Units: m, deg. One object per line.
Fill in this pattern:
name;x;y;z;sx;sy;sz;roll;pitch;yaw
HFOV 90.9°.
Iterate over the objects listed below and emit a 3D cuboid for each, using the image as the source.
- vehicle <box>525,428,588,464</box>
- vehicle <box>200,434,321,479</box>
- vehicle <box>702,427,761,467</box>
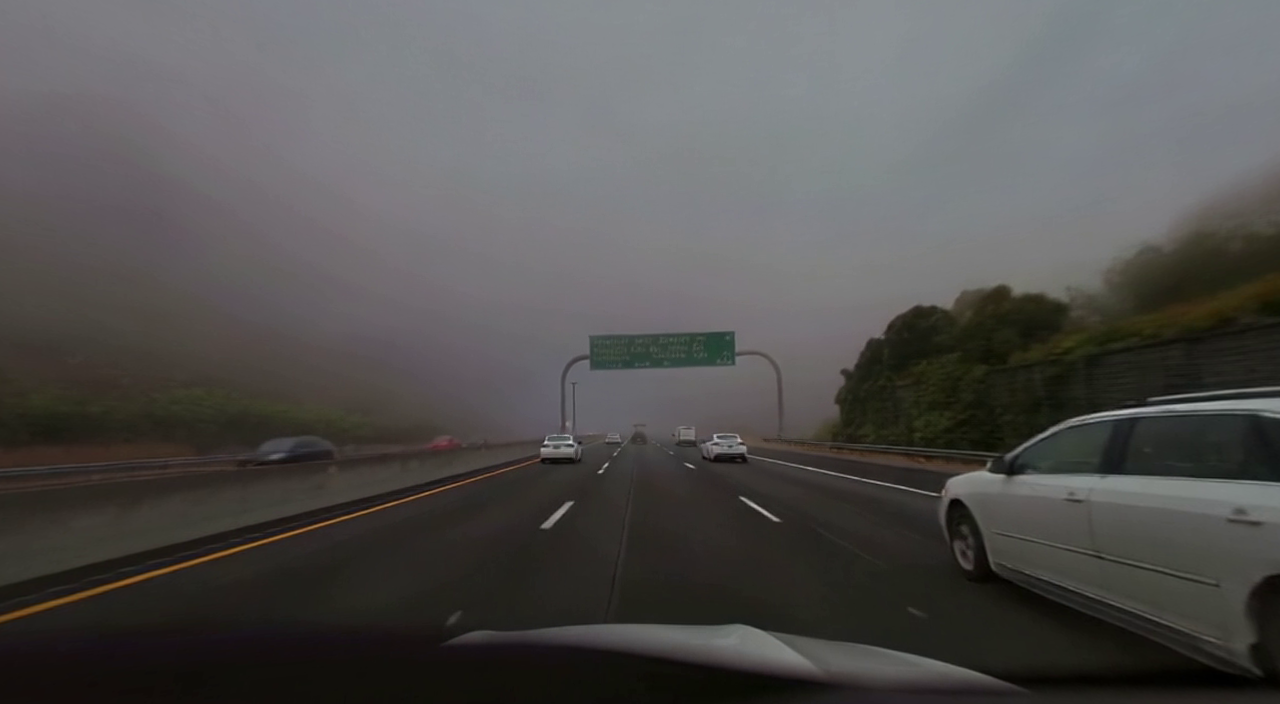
vehicle;-3.627;4.173;28.120;2.204;1.486;4.121;0;-8;0
vehicle;-14.581;4.006;24.550;2.015;1.577;4.262;0;-8;0
vehicle;3.630;3.821;25.585;1.806;1.469;3.681;0;-8;-1
